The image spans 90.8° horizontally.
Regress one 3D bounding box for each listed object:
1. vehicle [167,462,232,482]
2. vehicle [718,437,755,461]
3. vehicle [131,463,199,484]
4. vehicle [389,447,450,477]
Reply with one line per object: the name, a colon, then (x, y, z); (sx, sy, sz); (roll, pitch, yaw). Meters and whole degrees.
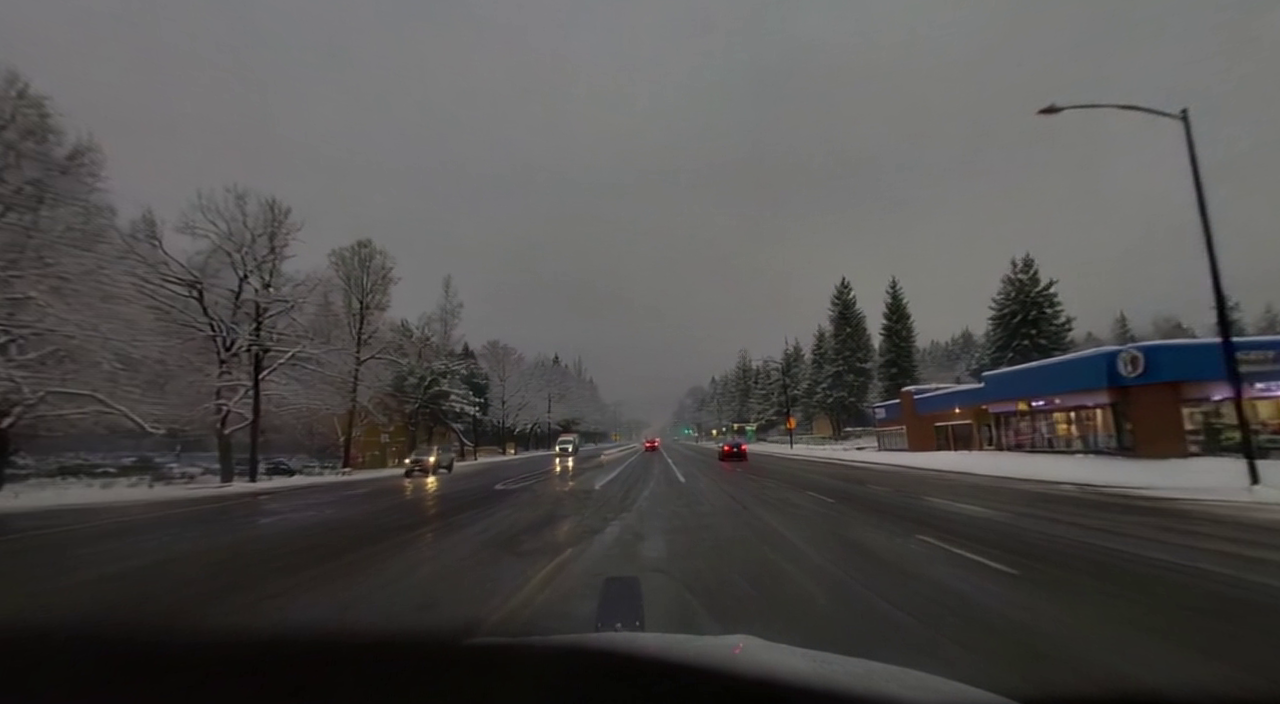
vehicle: (-33.956, 9.233, 48.756); (3.780, 1.444, 1.678); (0, -8, 2)
vehicle: (6.918, 7.016, 45.533); (1.957, 1.643, 4.226); (0, -9, 0)
vehicle: (-34.994, 8.953, 46.587); (3.653, 1.445, 1.657); (0, -9, 0)
vehicle: (-13.553, 6.750, 39.085); (1.938, 1.743, 4.310); (-1, -9, 4)
